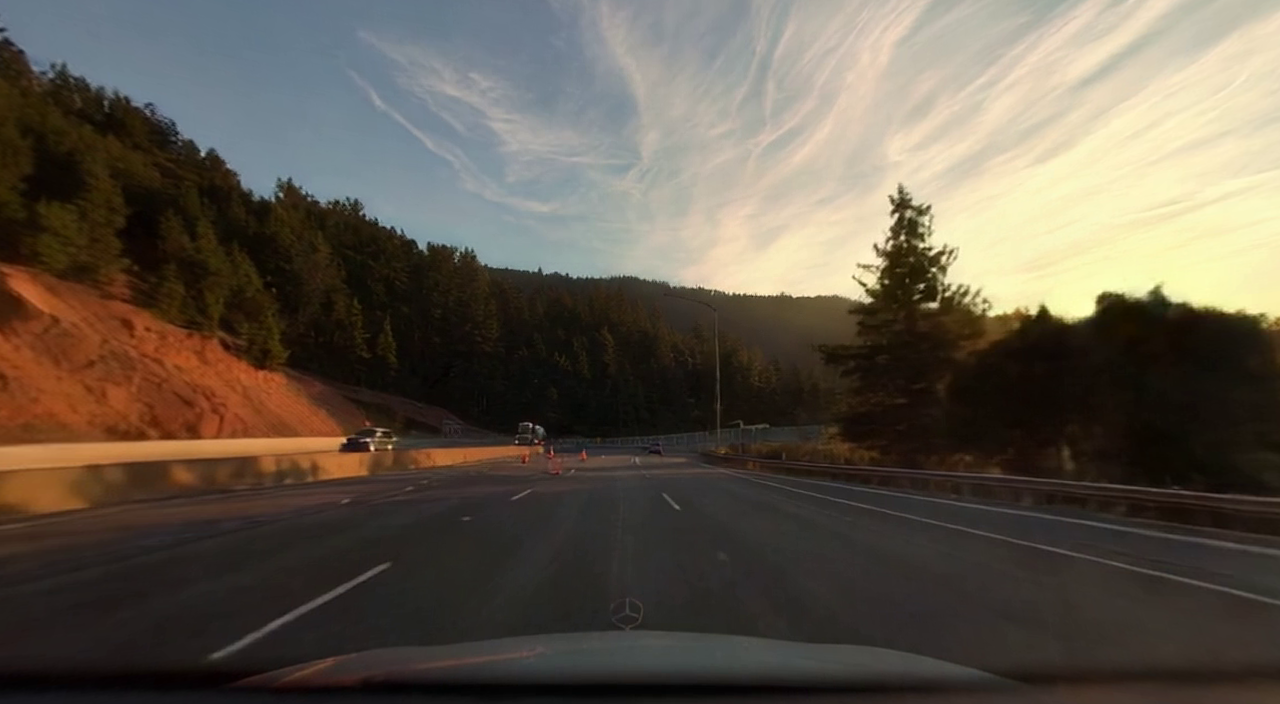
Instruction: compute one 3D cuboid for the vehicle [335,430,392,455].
[{"bbox_3d":[-19.527,6.432,44.723,1.952,1.661,4.651,0,-9,0],"label":"vehicle"}]
